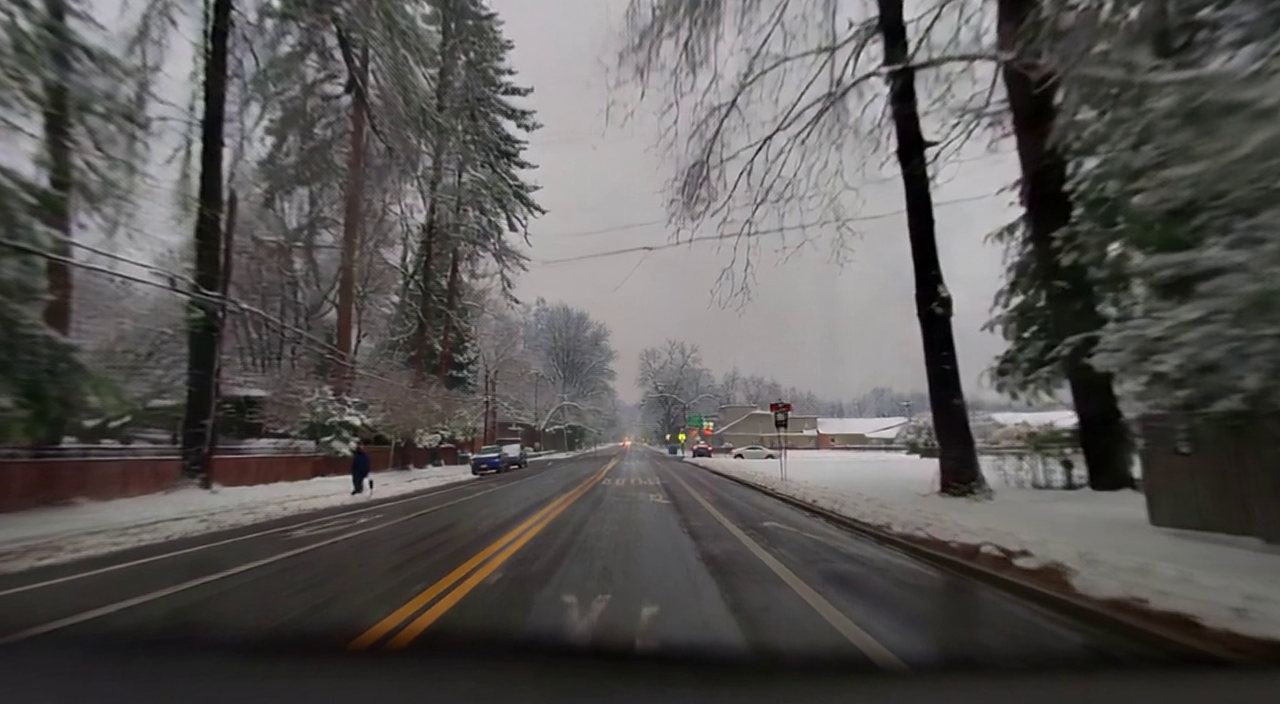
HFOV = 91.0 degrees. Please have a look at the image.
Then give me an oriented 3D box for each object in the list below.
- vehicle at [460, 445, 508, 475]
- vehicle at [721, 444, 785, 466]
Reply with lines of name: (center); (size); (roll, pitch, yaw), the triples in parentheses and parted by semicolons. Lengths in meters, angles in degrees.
vehicle: (-9.362, 6.519, 38.076); (1.998, 1.684, 4.180); (1, -9, -3)
vehicle: (8.110, 7.438, 45.539); (4.438, 1.466, 1.943); (-1, -8, 8)
